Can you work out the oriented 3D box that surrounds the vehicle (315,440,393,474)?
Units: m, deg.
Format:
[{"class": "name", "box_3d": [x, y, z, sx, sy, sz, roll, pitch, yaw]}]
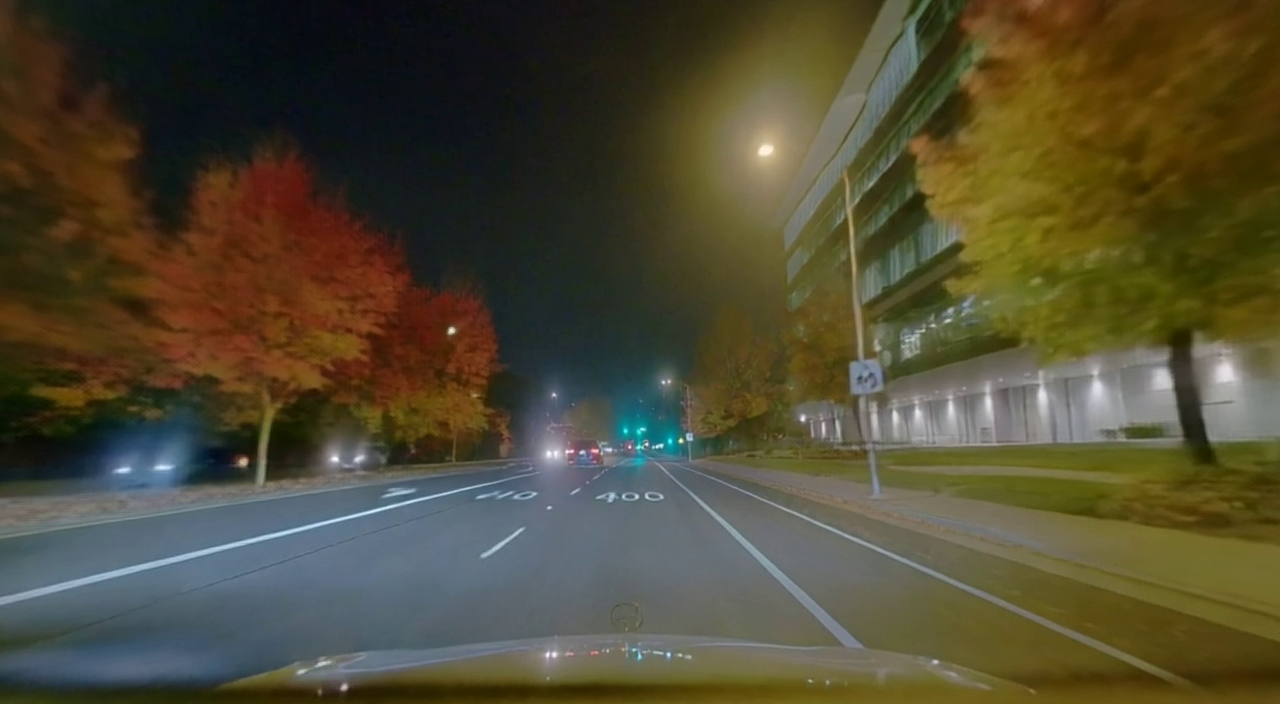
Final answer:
[{"class": "vehicle", "box_3d": [-17.782, 6.555, 39.528, 2.285, 1.919, 5.335, 0, -9, 1]}]

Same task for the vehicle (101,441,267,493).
[{"class": "vehicle", "box_3d": [-14.683, 3.718, 20.695, 1.893, 1.491, 4.711, 0, -9, 0]}]

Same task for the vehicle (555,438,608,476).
[{"class": "vehicle", "box_3d": [-2.897, 5.349, 32.167, 2.112, 1.779, 4.489, 0, -9, 2]}]
